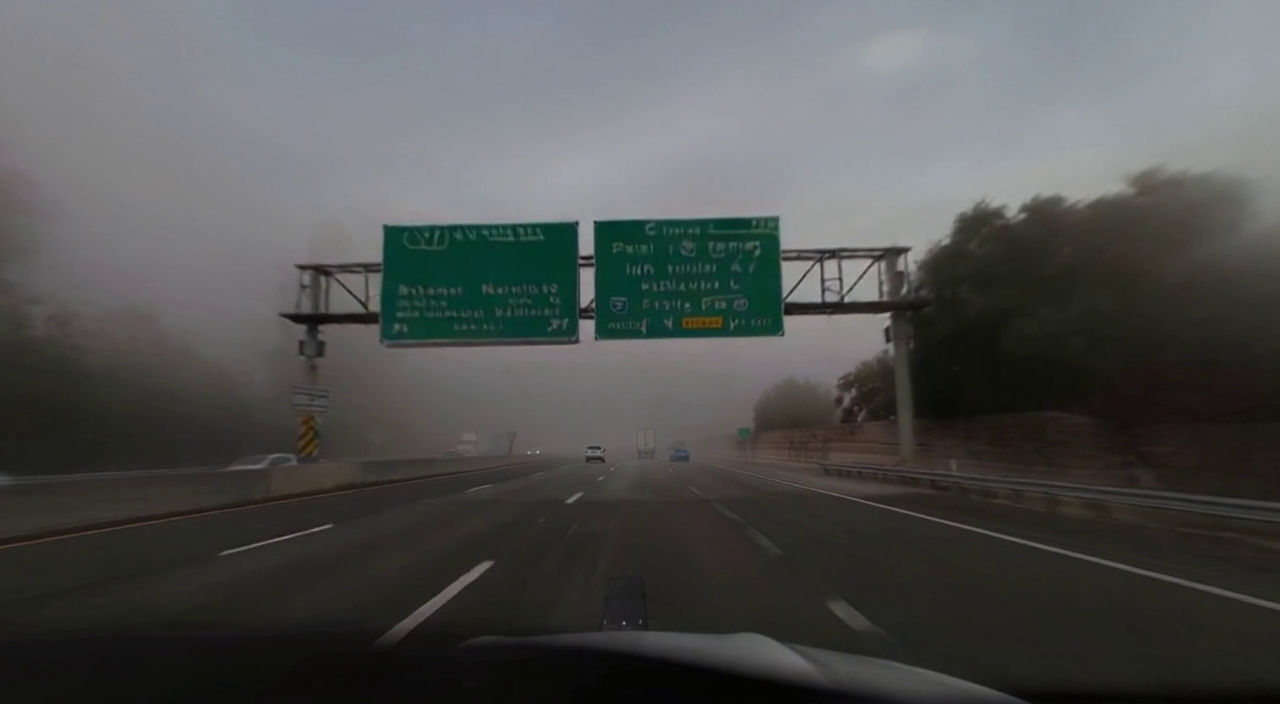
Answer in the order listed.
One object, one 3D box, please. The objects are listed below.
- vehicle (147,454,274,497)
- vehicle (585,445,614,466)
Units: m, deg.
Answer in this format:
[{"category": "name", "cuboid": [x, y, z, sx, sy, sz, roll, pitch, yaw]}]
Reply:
[{"category": "vehicle", "cuboid": [-15.794, 4.530, 23.431, 2.145, 1.385, 3.598, 0, -8, 1]}, {"category": "vehicle", "cuboid": [-3.174, 8.114, 49.492, 1.996, 1.521, 3.912, 0, -8, 0]}]
